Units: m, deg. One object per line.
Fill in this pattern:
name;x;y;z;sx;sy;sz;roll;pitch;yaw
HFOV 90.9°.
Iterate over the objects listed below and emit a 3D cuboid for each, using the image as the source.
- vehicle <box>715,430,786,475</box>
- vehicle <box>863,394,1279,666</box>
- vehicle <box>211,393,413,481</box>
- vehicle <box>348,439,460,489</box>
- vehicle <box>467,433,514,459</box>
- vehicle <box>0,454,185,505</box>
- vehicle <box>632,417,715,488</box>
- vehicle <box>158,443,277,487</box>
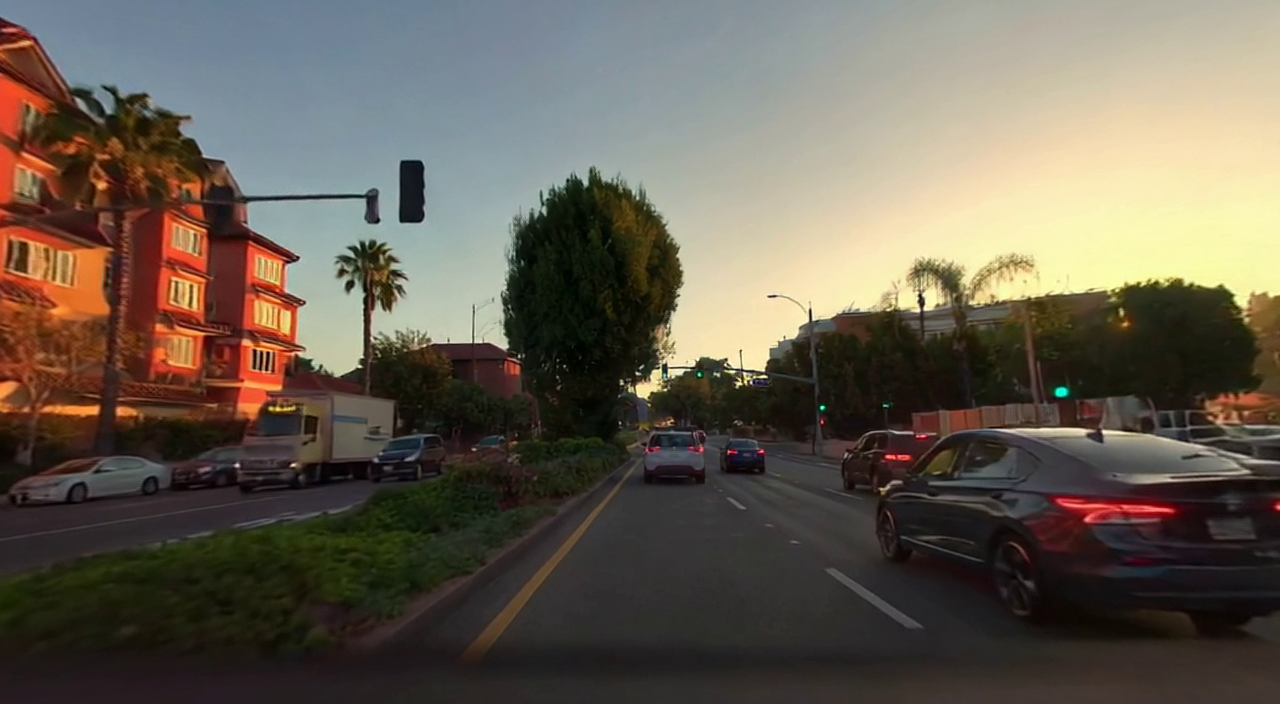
vehicle;4.673;4.351;27.477;2.283;1.738;4.916;0;-9;1
vehicle;3.921;1.414;6.088;1.993;1.645;4.350;0;-9;1
vehicle;-14.868;4.185;30.437;3.100;3.378;11.784;-1;-9;2
vehicle;-7.983;3.818;21.818;2.101;1.538;4.253;-1;-9;2
vehicle;-10.687;6.739;45.337;2.097;1.759;4.416;-1;-9;3
vehicle;-18.542;4.284;21.669;2.070;1.499;4.851;-1;-9;3
vehicle;1.106;3.468;21.928;2.487;2.115;5.444;-1;-9;2
vehicle;-18.110;4.841;27.324;1.965;1.747;4.461;0;-9;1
